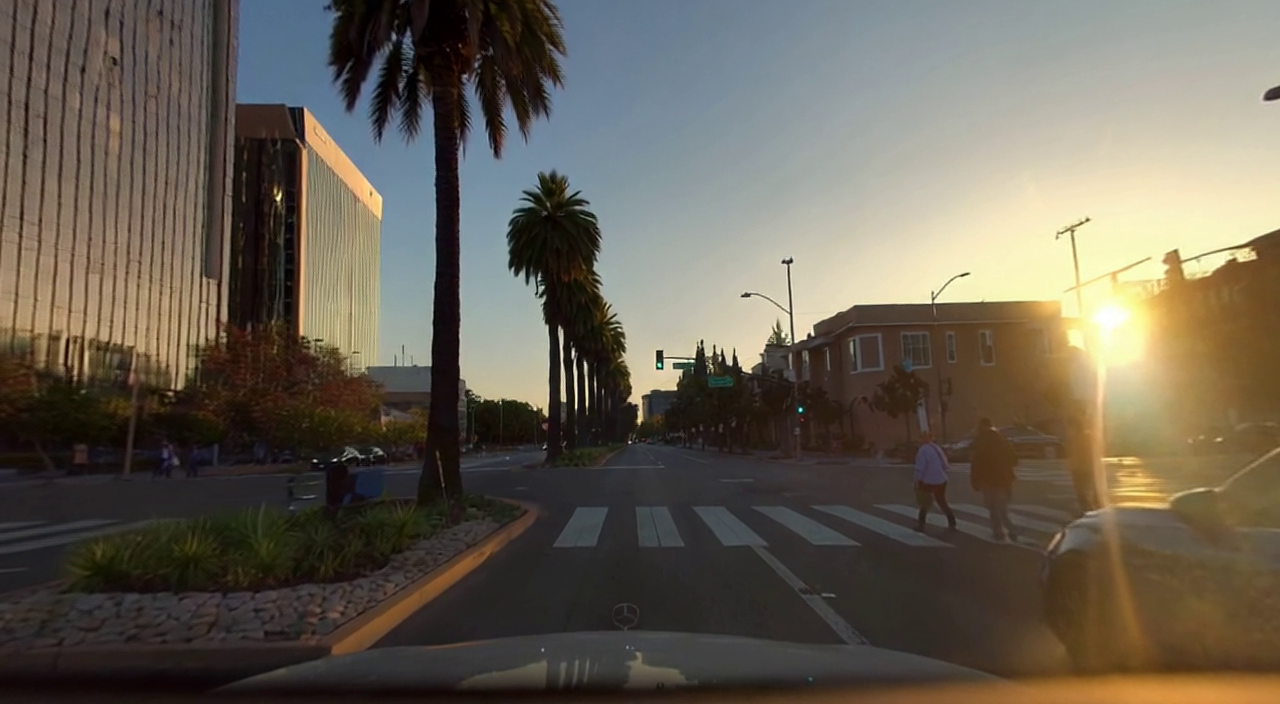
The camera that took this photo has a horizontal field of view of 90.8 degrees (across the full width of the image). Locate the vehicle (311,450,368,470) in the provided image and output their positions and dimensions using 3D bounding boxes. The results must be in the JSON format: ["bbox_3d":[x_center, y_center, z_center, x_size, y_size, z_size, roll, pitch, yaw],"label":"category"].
[{"bbox_3d":[-23.646,8.486,49.922,1.955,1.480,5.163,0,-9,1],"label":"vehicle"}]

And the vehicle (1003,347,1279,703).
[{"bbox_3d":[3.332,0.732,1.807,2.060,1.631,4.169,0,-8,0],"label":"vehicle"}]
